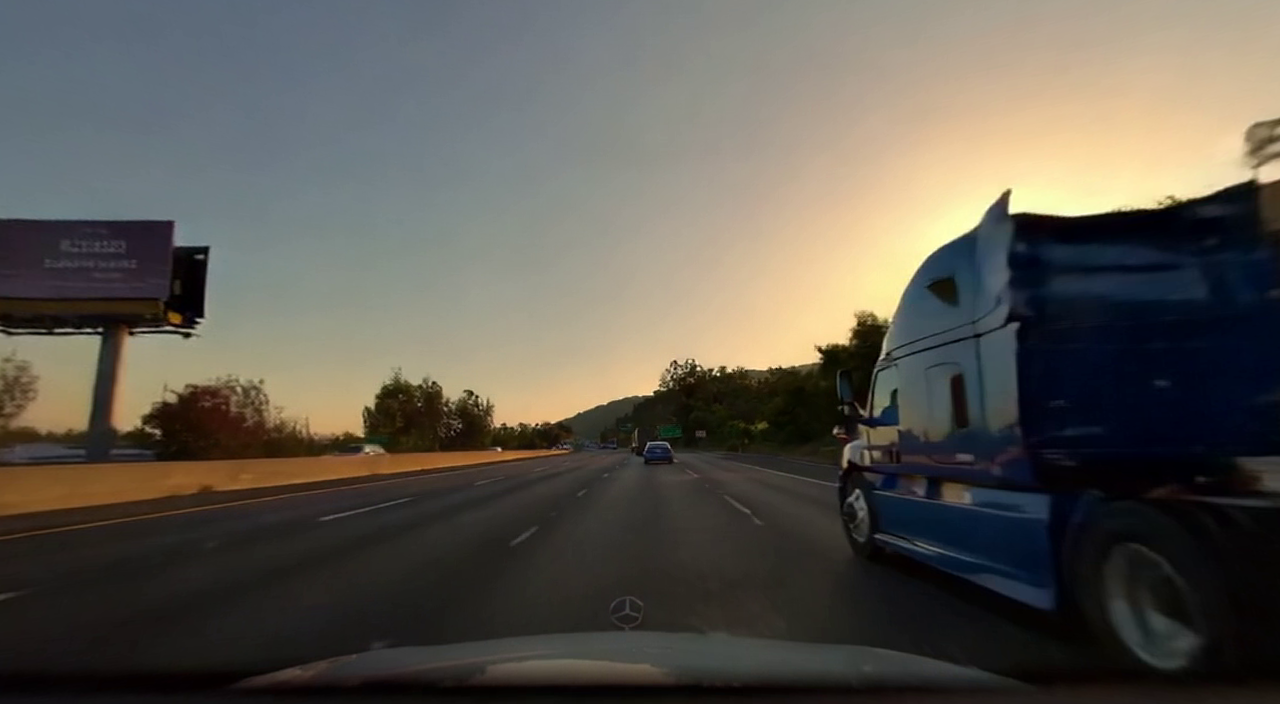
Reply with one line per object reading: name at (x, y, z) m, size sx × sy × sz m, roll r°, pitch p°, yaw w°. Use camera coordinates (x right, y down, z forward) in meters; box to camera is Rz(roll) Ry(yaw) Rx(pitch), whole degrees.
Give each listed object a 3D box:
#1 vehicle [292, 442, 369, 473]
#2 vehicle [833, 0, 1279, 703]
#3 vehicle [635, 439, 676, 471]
vehicle at (-17.030, 5.795, 34.977) m, size 1.888 × 1.562 × 4.490 m, roll 0°, pitch -8°, yaw 1°
vehicle at (4.069, -0.074, 3.848) m, size 3.071 × 3.888 × 8.330 m, roll 0°, pitch -8°, yaw 0°
vehicle at (0.761, 5.411, 33.373) m, size 2.042 × 1.528 × 4.300 m, roll 0°, pitch -8°, yaw 0°
